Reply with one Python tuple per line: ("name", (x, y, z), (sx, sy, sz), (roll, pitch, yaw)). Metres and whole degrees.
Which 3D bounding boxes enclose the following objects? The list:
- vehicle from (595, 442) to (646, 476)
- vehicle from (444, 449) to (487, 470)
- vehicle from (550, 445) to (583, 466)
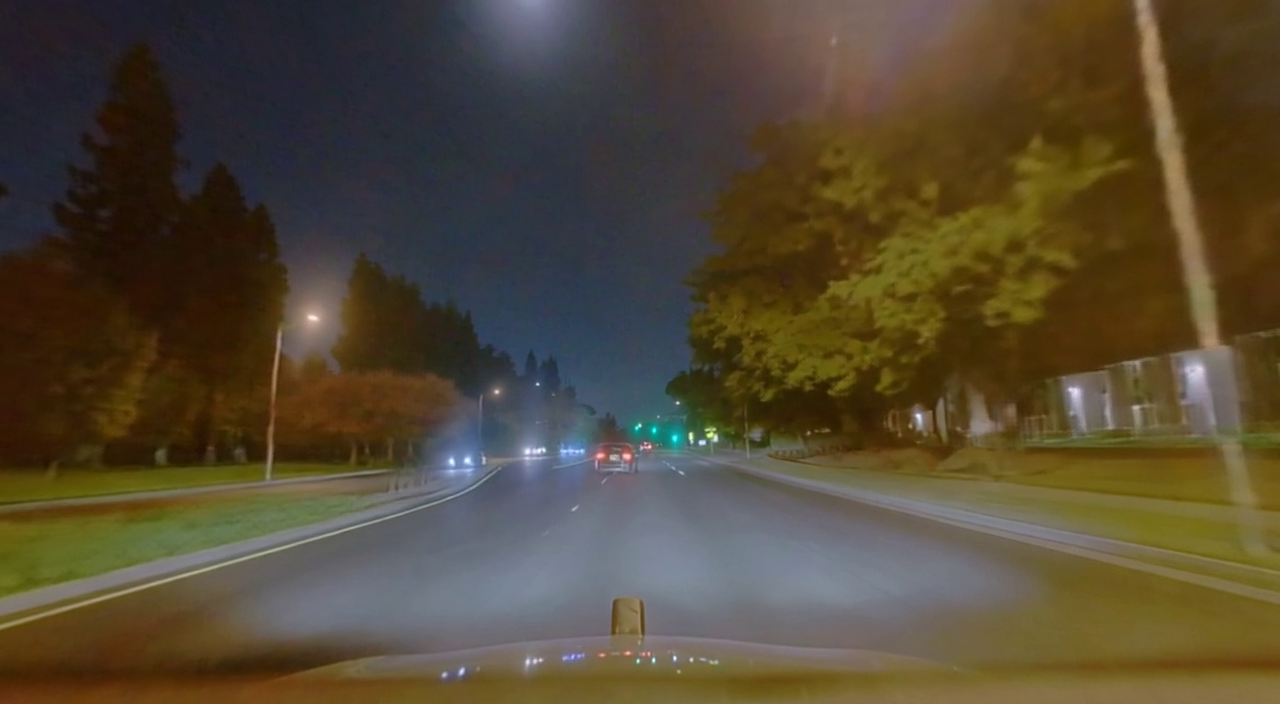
("vehicle", (-0.866, 5.113, 30.319), (2.106, 1.517, 4.375), (-1, -9, 2))
("vehicle", (-13.596, 8.368, 49.359), (1.949, 1.517, 4.459), (-1, -9, 1))
("vehicle", (-5.426, 7.708, 47.096), (2.014, 1.472, 4.357), (0, -9, -1))
